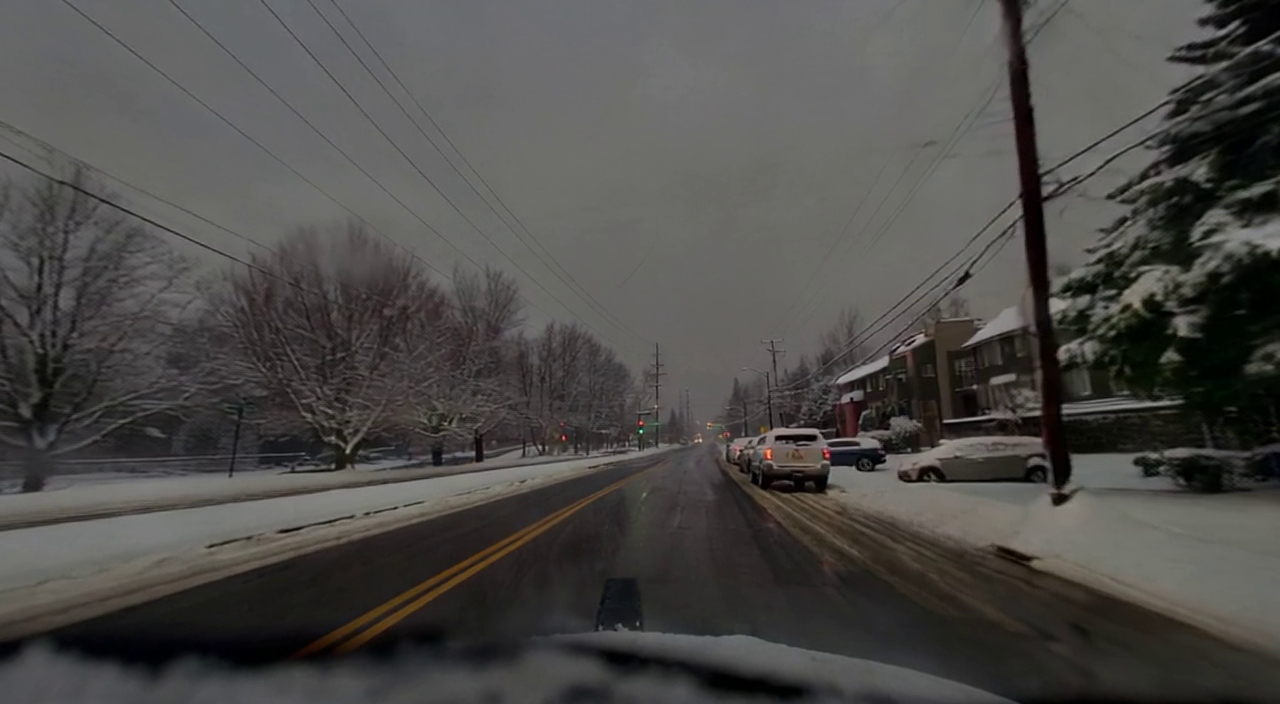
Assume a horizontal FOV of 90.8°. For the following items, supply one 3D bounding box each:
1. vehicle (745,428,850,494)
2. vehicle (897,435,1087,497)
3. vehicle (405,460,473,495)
[{"bbox_3d":[4.789,3.394,20.119,2.359,1.817,4.985,-1,-8,4],"label":"vehicle"},{"bbox_3d":[10.815,3.488,19.767,2.038,1.680,4.660,6,-10,-37],"label":"vehicle"},{"bbox_3d":[-9.406,5.860,29.853,1.688,1.424,3.786,-1,-8,5],"label":"vehicle"}]
